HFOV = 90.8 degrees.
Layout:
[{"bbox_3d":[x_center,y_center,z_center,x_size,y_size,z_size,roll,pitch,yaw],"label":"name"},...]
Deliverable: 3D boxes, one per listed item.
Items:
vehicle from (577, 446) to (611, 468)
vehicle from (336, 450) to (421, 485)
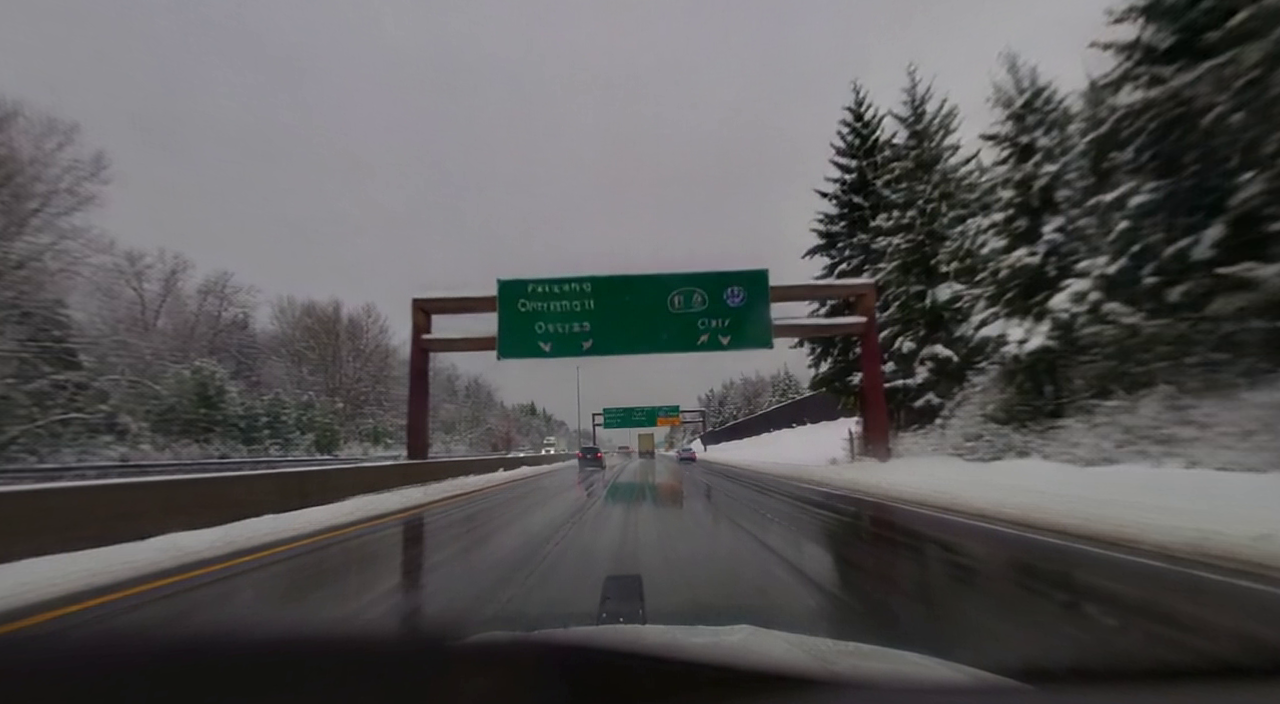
[{"bbox_3d":[-3.190,7.377,44.514,2.020,1.475,4.434,0,-9,0],"label":"vehicle"},{"bbox_3d":[-11.857,5.256,28.967,1.942,1.450,4.455,0,-9,1],"label":"vehicle"}]
